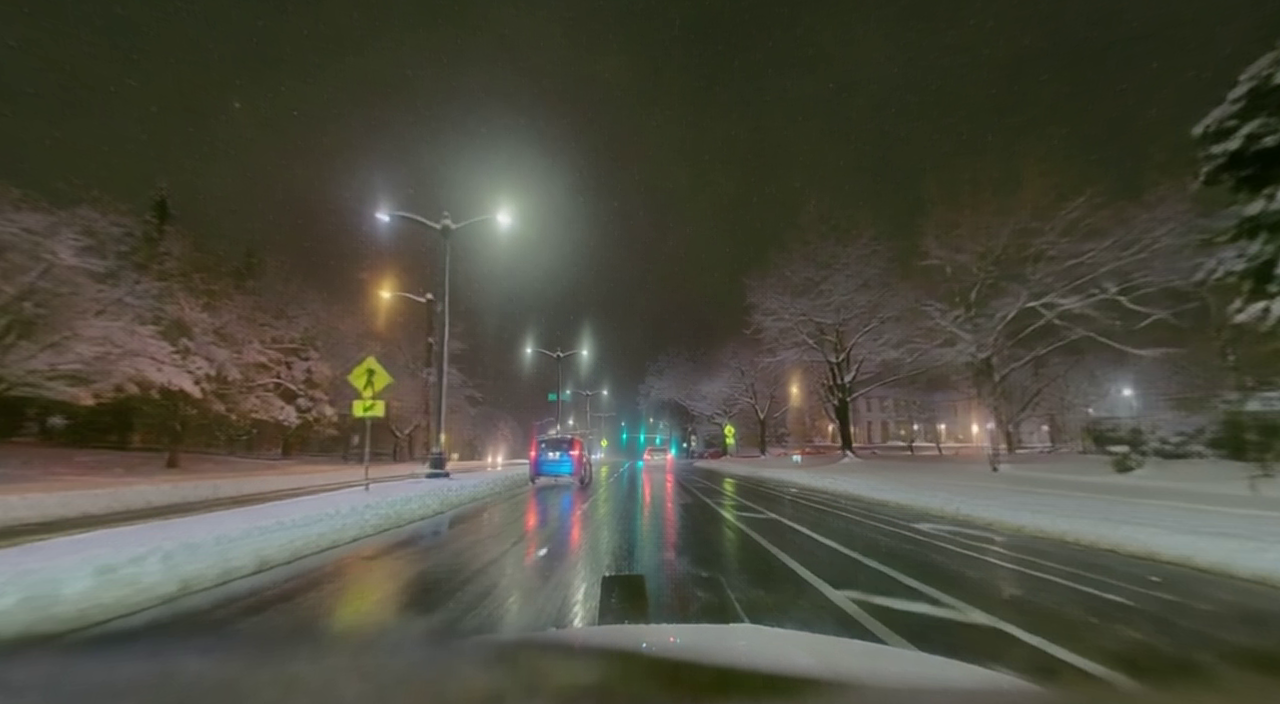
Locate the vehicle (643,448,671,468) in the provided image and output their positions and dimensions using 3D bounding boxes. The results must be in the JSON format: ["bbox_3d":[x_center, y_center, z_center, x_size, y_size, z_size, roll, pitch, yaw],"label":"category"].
[{"bbox_3d":[1.268,8.201,48.986,2.075,1.480,3.920,0,-9,0],"label":"vehicle"}]

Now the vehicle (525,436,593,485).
[{"bbox_3d":[-3.237,4.437,26.038,2.150,1.812,4.423,0,-9,1],"label":"vehicle"}]
